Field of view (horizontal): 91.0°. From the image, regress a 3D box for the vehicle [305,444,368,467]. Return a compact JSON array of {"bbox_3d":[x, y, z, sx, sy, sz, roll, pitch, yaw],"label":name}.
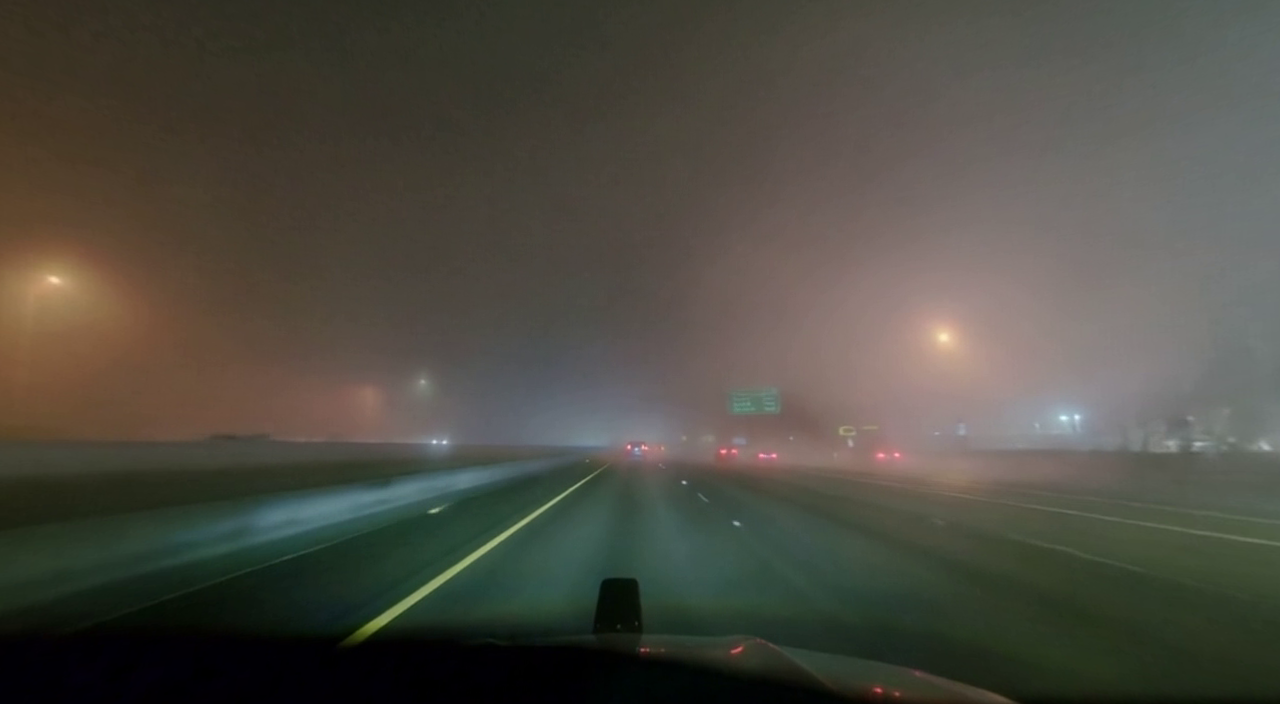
[{"bbox_3d":[-19.886,6.795,41.498,2.006,1.426,4.326,0,-8,0],"label":"vehicle"}]
